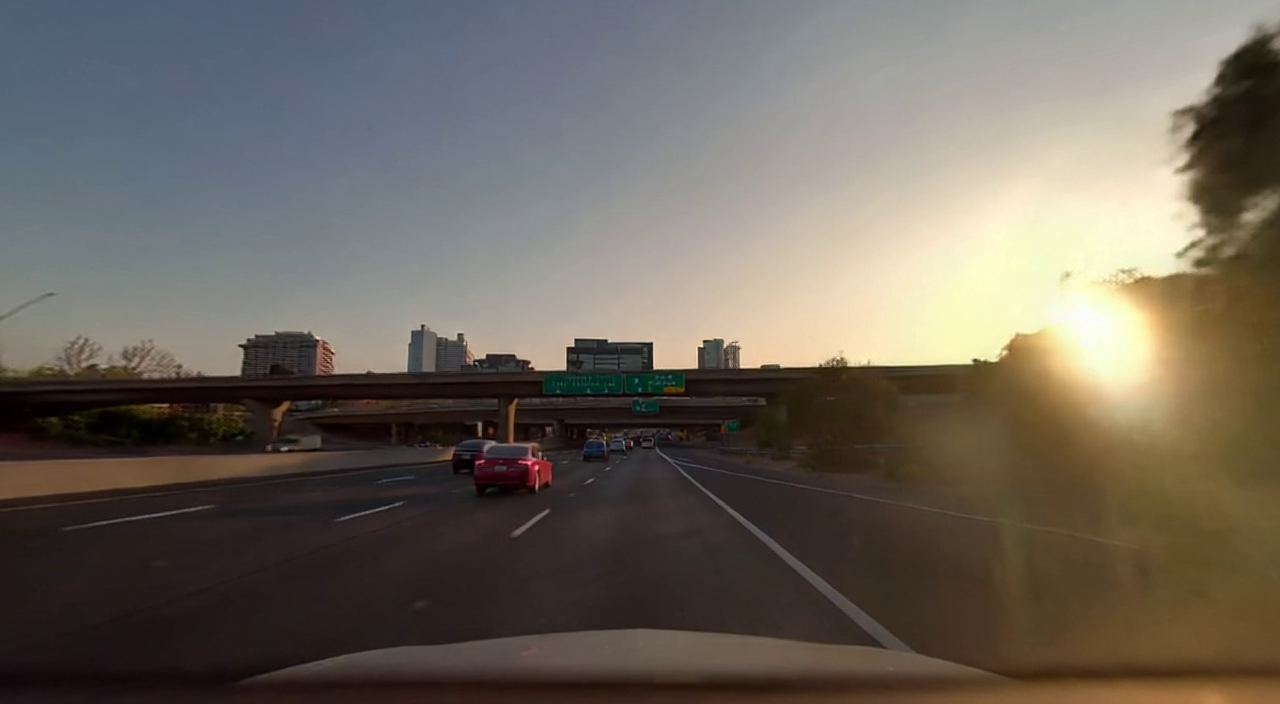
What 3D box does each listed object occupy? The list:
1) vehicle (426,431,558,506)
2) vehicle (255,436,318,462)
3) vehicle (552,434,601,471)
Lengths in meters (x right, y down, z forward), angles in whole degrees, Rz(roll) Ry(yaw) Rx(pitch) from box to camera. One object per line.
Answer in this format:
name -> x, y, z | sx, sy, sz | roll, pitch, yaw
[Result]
vehicle -> -3.548, 2.903, 16.169 | 2.210, 1.628, 4.586 | 0, -8, 1
vehicle -> -24.652, 6.781, 44.191 | 1.839, 1.700, 4.364 | 0, -8, 0
vehicle -> -3.299, 5.315, 33.600 | 2.080, 1.811, 4.644 | 0, -8, 1
